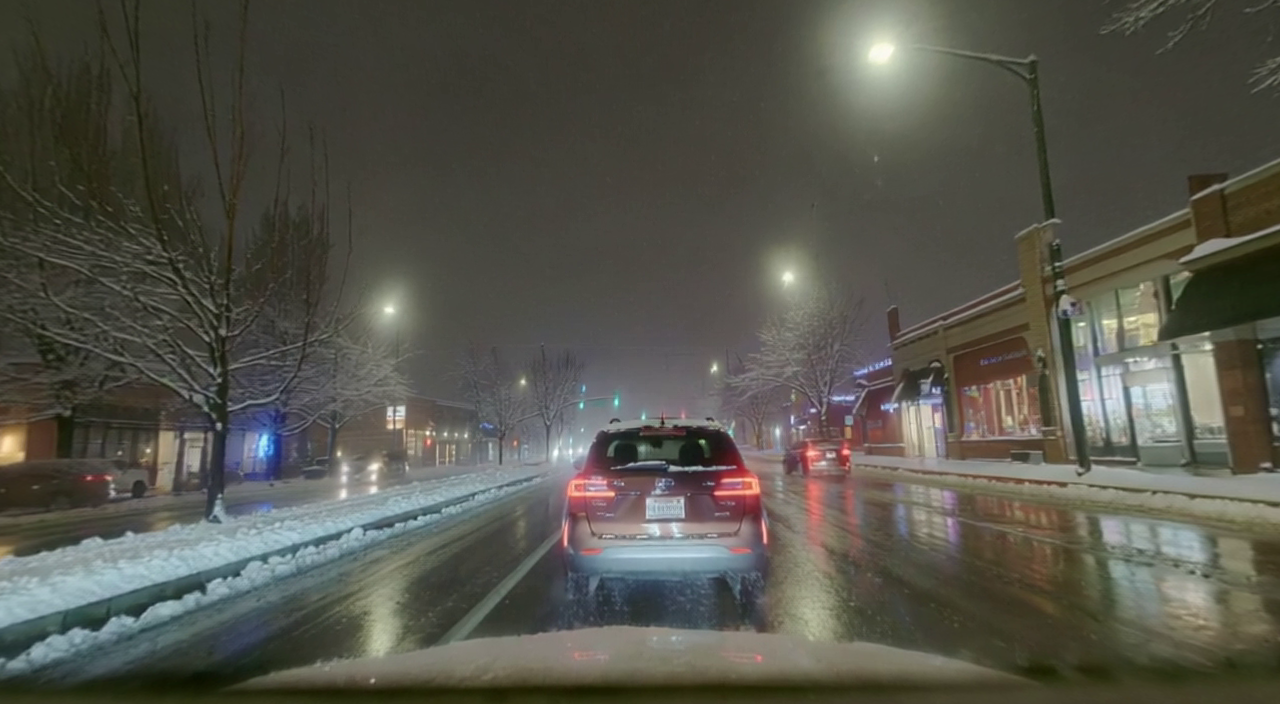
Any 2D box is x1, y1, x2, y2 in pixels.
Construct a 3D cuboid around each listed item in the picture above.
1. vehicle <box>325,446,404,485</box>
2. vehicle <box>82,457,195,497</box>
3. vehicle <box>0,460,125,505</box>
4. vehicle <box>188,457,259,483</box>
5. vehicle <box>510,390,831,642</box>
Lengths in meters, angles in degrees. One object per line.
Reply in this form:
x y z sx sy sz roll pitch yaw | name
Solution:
-13.062 5.376 30.222 1.965 1.695 4.284 0 -8 -2 | vehicle
-25.865 6.412 32.803 2.026 1.808 4.835 0 -8 -2 | vehicle
-23.983 5.201 25.291 4.608 1.659 1.981 2 -9 -16 | vehicle
-27.888 7.884 42.377 1.861 1.578 4.152 0 -8 1 | vehicle
0.205 1.380 6.220 2.125 1.669 3.880 0 -8 0 | vehicle
